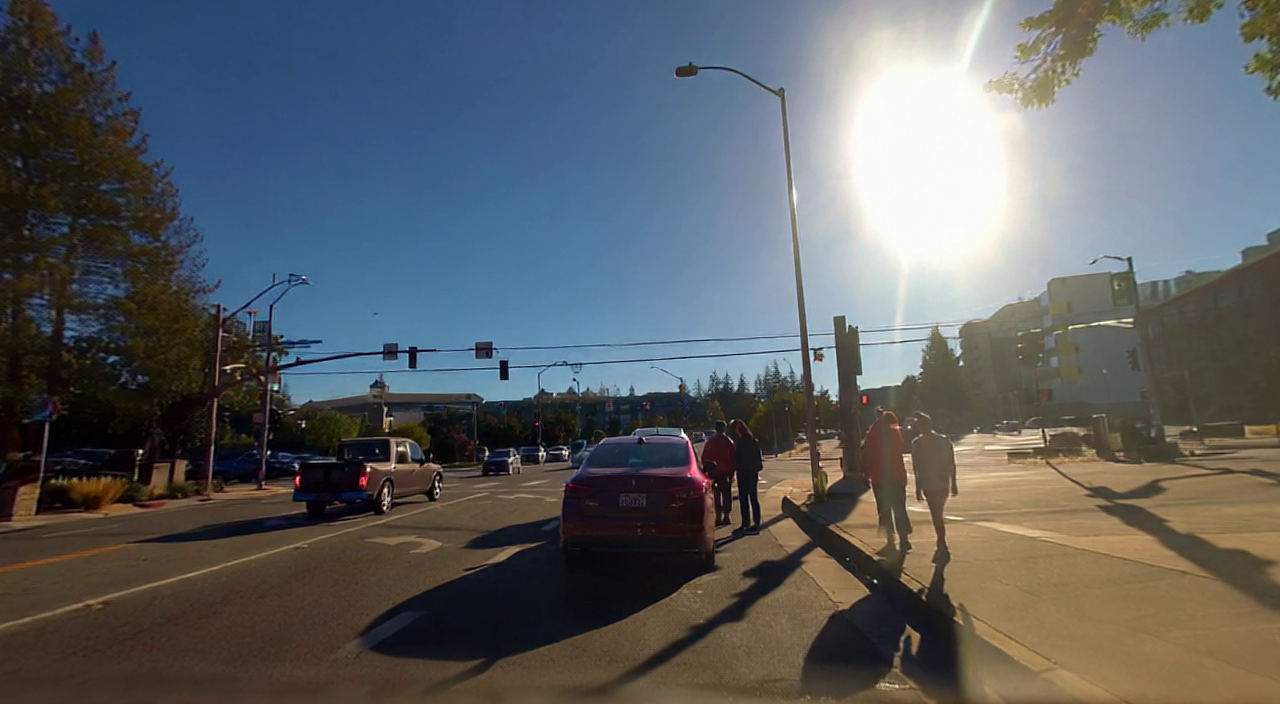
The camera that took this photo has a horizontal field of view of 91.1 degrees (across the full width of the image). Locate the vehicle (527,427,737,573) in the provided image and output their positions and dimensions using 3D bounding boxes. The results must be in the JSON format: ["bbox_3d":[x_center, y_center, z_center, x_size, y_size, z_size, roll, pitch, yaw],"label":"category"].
[{"bbox_3d":[-0.058,1.861,8.686,2.182,1.501,4.150,0,-9,1],"label":"vehicle"}]

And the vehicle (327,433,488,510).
[{"bbox_3d":[-6.146,3.215,17.466,2.230,1.811,5.183,-1,-9,3],"label":"vehicle"}]

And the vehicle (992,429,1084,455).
[{"bbox_3d":[23.812,5.437,37.746,4.454,1.440,1.816,-5,-10,30],"label":"vehicle"}]

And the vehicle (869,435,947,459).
[{"bbox_3d":[17.518,6.217,41.146,4.441,1.452,1.798,-5,-10,30],"label":"vehicle"}]

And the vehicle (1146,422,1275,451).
[{"bbox_3d":[30.520,4.600,33.803,4.739,1.472,1.804,-5,-10,30],"label":"vehicle"}]

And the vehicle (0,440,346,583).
[{"bbox_3d":[-6.330,2.057,9.031,1.948,1.530,4.283,0,-9,3],"label":"vehicle"}]

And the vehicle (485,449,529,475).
[{"bbox_3d":[-8.435,7.019,40.170,1.823,1.543,3.944,0,-9,2],"label":"vehicle"}]

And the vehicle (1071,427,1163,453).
[{"bbox_3d":[29.092,5.415,38.465,4.179,1.527,1.811,-5,-10,29],"label":"vehicle"}]
